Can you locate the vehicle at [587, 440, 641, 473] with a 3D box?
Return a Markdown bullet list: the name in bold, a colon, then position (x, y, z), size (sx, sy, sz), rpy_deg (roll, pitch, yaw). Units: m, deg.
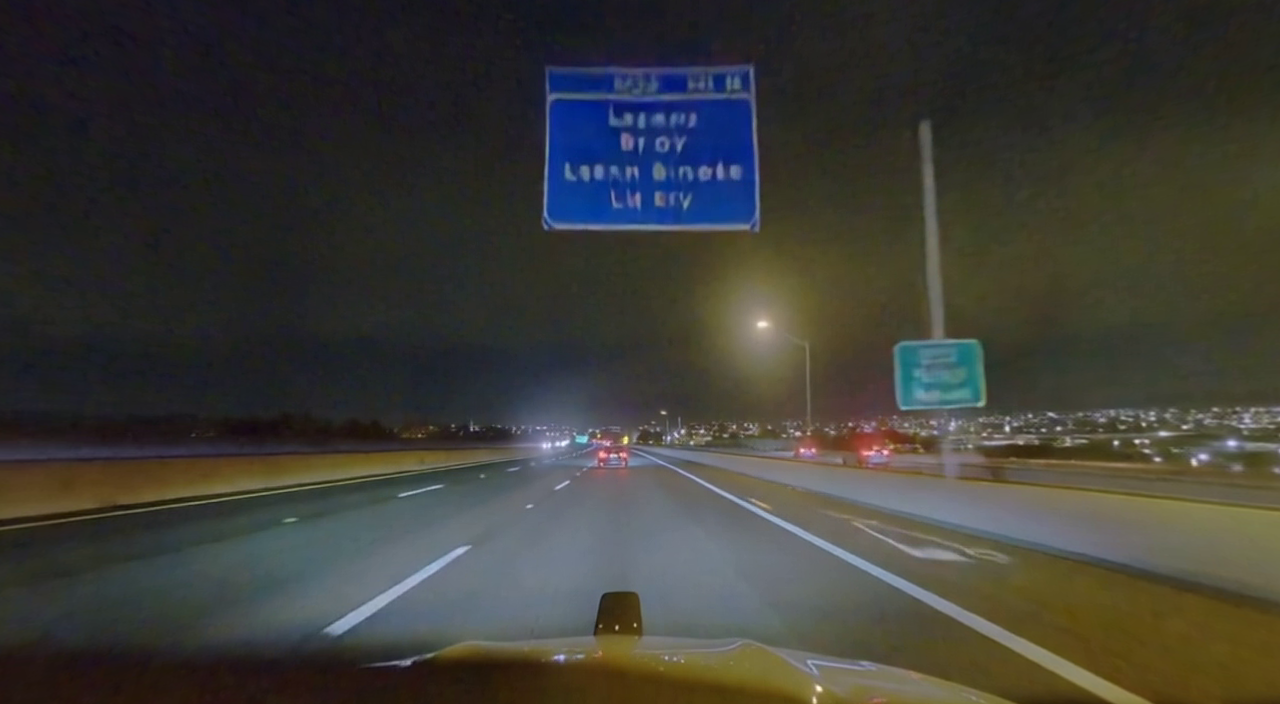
- **vehicle**: position (-1.206, 5.153, 31.128), size (2.055, 1.509, 4.255), rpy_deg (-1, -9, 6)
